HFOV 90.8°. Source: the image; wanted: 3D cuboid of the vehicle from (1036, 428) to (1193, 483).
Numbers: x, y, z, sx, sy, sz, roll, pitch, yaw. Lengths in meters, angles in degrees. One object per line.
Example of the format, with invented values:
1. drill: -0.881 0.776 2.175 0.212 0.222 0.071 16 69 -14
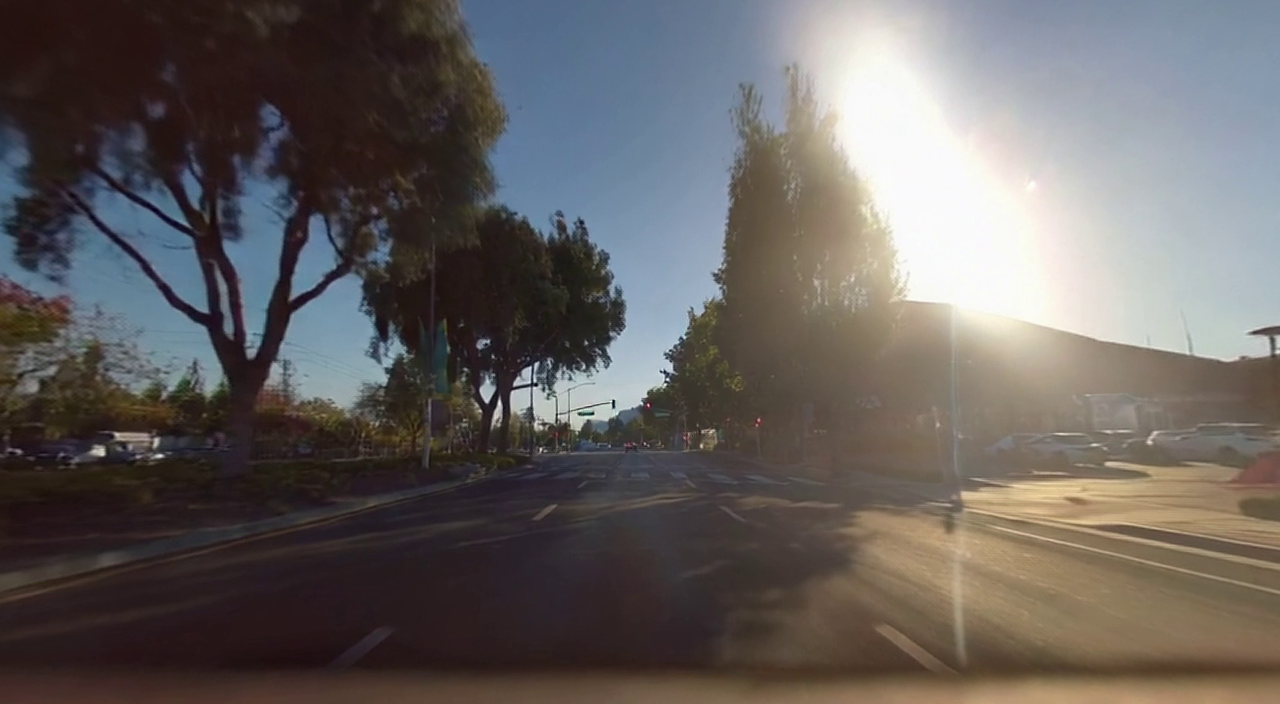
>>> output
1. vehicle: 17.342 3.817 23.487 2.038 1.812 4.851 0 -8 0

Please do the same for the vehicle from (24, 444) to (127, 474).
1. vehicle: -31.851 6.039 35.731 3.894 1.590 1.908 0 -8 -1

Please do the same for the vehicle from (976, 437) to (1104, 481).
1. vehicle: 14.887 3.985 23.882 1.920 1.471 4.516 0 -8 1
